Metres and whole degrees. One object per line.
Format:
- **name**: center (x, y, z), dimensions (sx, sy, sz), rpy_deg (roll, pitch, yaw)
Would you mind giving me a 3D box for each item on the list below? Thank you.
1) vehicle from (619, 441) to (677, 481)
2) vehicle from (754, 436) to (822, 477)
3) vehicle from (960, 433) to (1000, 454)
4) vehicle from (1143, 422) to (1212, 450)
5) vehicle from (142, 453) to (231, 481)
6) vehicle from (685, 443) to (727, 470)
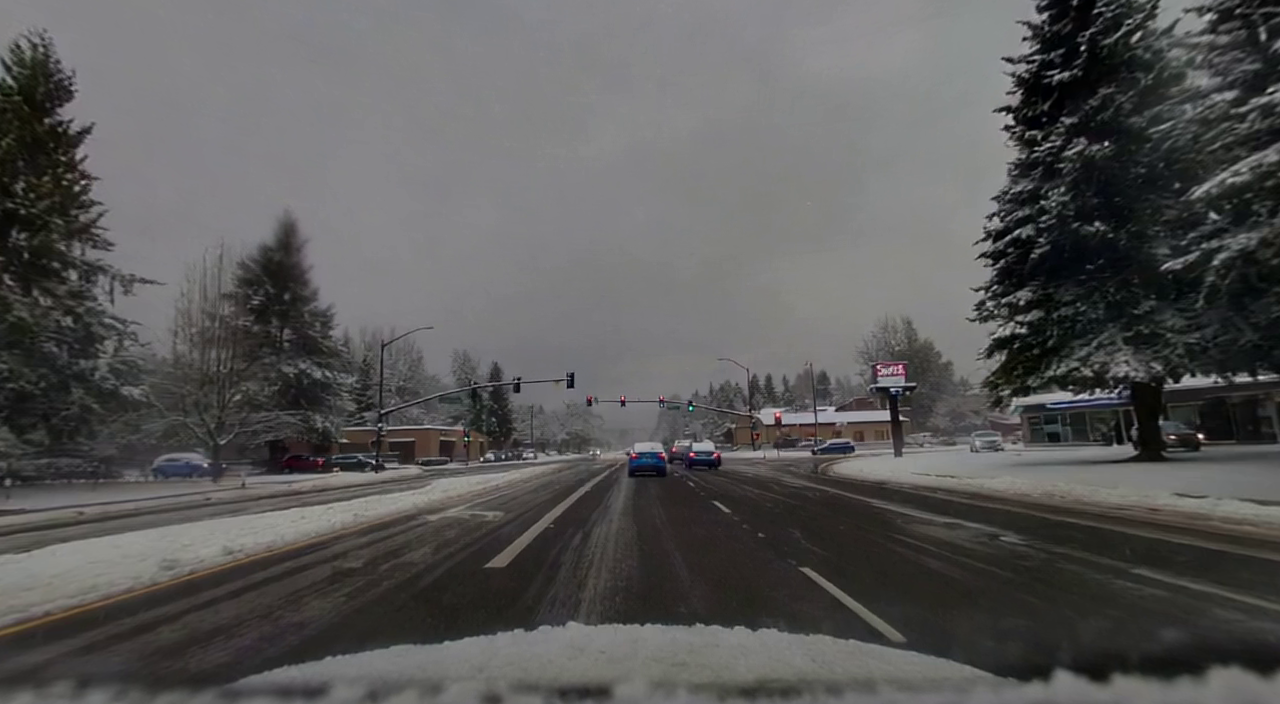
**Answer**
- **vehicle**: center (0.295, 4.356, 25.511), dimensions (2.135, 1.468, 4.076), rpy_deg (0, -8, 0)
- **vehicle**: center (6.652, 4.746, 28.928), dimensions (2.009, 1.700, 4.275), rpy_deg (0, -9, -1)
- **vehicle**: center (26.125, 7.013, 48.425), dimensions (2.222, 1.538, 4.817), rpy_deg (-6, -10, 32)
- **vehicle**: center (29.470, 4.673, 34.772), dimensions (1.951, 1.443, 4.614), rpy_deg (-5, -10, 29)
- **vehicle**: center (-31.129, 7.879, 43.457), dimensions (4.471, 1.829, 2.071), rpy_deg (0, -9, -2)
- **vehicle**: center (3.769, 6.053, 36.890), dimensions (1.889, 1.473, 4.643), rpy_deg (0, -9, -1)
